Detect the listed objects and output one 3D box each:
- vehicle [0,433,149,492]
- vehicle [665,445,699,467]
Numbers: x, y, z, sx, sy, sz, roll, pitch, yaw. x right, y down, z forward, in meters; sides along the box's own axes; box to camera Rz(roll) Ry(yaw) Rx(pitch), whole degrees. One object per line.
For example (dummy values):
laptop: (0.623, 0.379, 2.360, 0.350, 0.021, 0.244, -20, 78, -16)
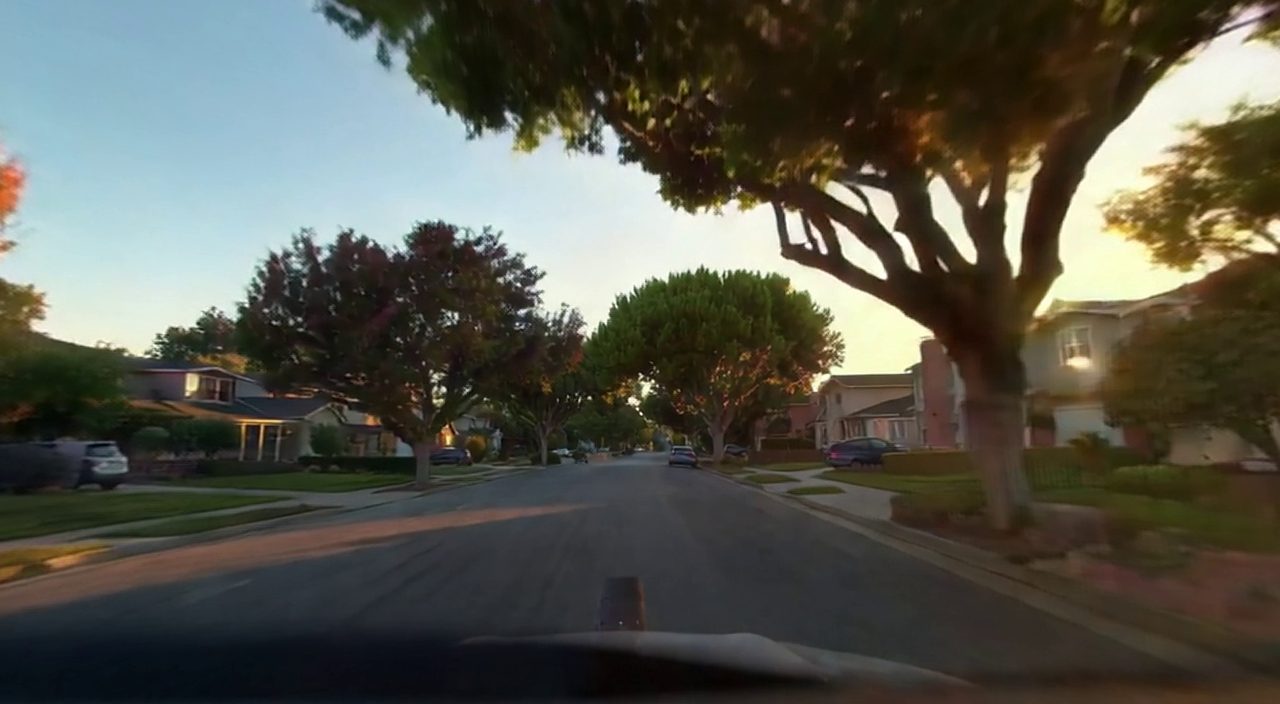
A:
vehicle: (-17.441, 3.367, 19.599, 1.957, 1.602, 4.326, 3, -9, -17)
vehicle: (3.144, 7.964, 48.424, 2.136, 1.596, 4.790, 0, -9, -2)
